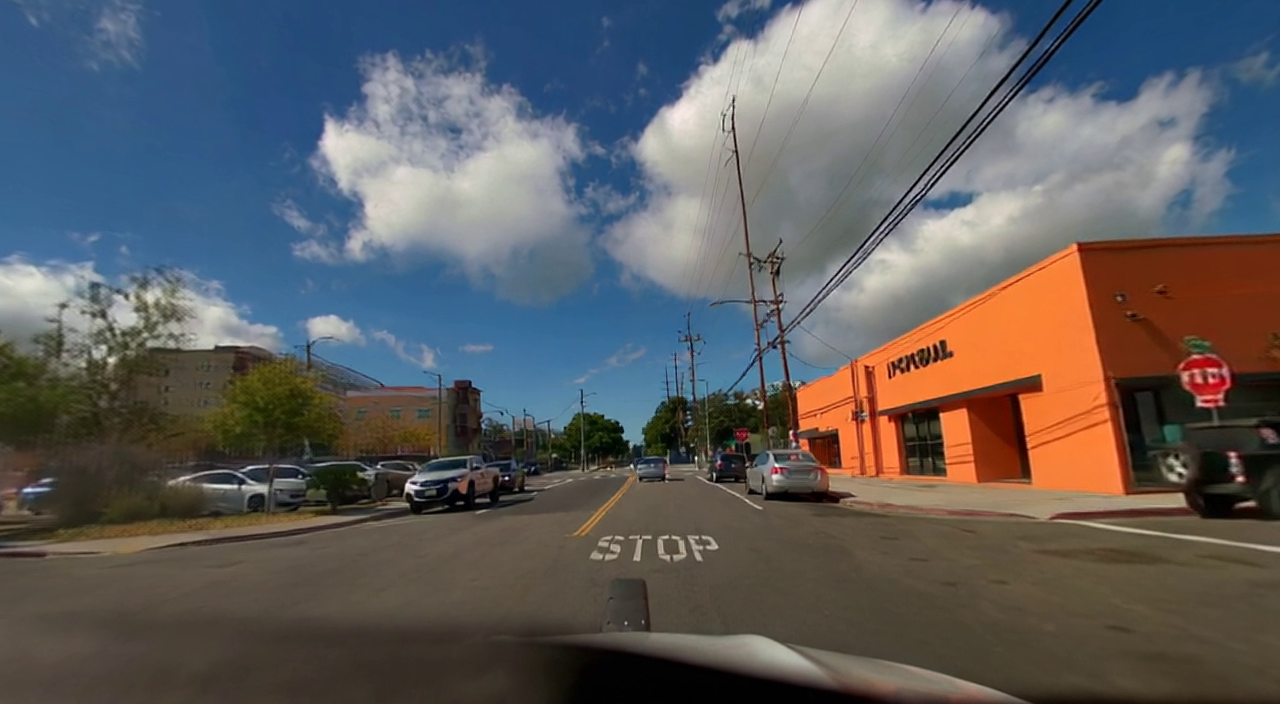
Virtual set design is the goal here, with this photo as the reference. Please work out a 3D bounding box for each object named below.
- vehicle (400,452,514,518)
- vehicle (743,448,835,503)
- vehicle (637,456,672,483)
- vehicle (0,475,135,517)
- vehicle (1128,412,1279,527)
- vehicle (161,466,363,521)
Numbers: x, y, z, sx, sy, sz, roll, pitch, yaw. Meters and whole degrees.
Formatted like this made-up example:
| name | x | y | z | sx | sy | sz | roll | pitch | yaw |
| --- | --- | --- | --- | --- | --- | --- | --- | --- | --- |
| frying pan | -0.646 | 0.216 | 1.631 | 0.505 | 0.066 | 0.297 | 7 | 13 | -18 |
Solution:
| name | x | y | z | sx | sy | sz | roll | pitch | yaw |
| --- | --- | --- | --- | --- | --- | --- | --- | --- | --- |
| vehicle | -5.625 | 4.115 | 20.185 | 2.146 | 1.775 | 5.117 | 0 | -8 | -1 |
| vehicle | 4.390 | 3.678 | 19.290 | 1.840 | 1.452 | 4.517 | 0 | -8 | 2 |
| vehicle | 0.971 | 7.211 | 38.800 | 2.033 | 1.464 | 4.645 | 0 | -8 | 3 |
| vehicle | -23.073 | 5.627 | 24.767 | 4.660 | 1.488 | 1.930 | 0 | -8 | -2 |
| vehicle | 11.558 | 1.908 | 10.511 | 5.255 | 1.688 | 1.994 | 1 | -9 | -4 |
| vehicle | -11.567 | 4.347 | 19.604 | 4.968 | 1.493 | 1.961 | 0 | -8 | -2 |
